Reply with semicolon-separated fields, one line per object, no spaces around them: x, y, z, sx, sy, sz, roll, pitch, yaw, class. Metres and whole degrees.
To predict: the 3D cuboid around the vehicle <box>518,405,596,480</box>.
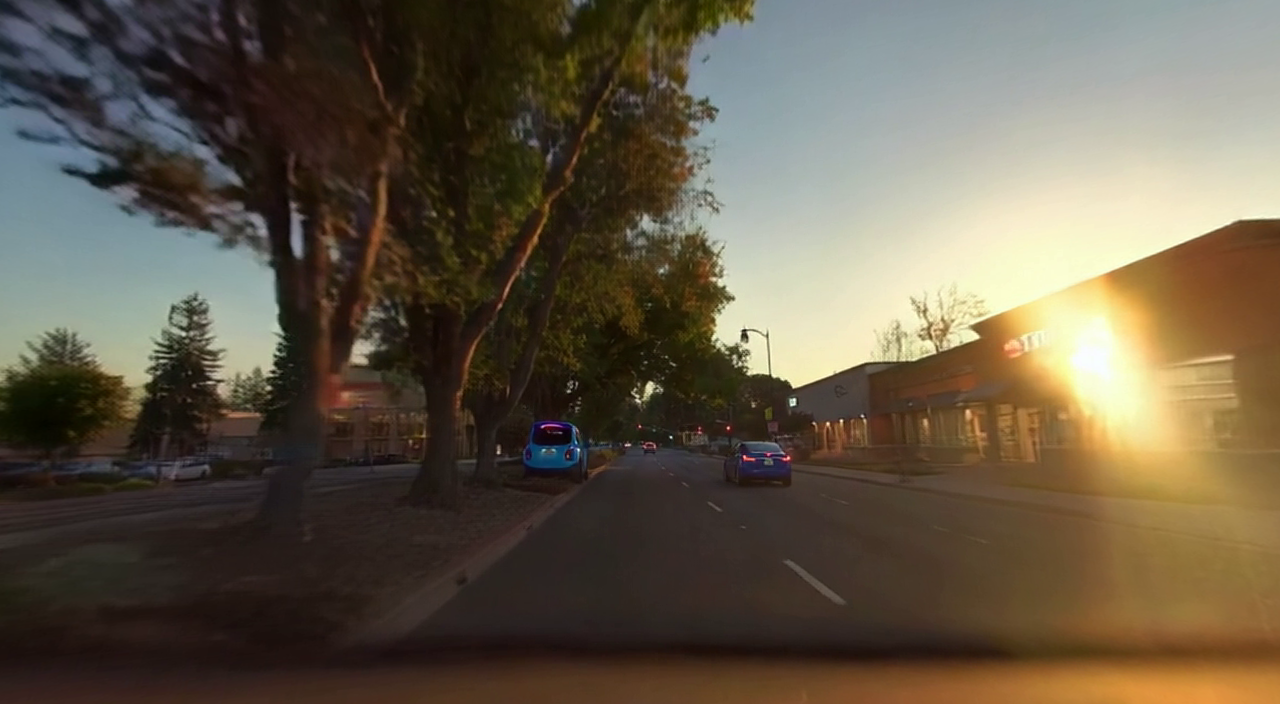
-3.333;3.845;26.680;2.443;2.784;5.862;0;-9;0;vehicle

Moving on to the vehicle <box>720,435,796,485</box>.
4.256;3.976;23.486;1.869;1.646;4.166;0;-9;-2;vehicle

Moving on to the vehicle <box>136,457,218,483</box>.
-31.517;8.039;43.132;4.225;1.449;1.819;1;-9;-27;vehicle
